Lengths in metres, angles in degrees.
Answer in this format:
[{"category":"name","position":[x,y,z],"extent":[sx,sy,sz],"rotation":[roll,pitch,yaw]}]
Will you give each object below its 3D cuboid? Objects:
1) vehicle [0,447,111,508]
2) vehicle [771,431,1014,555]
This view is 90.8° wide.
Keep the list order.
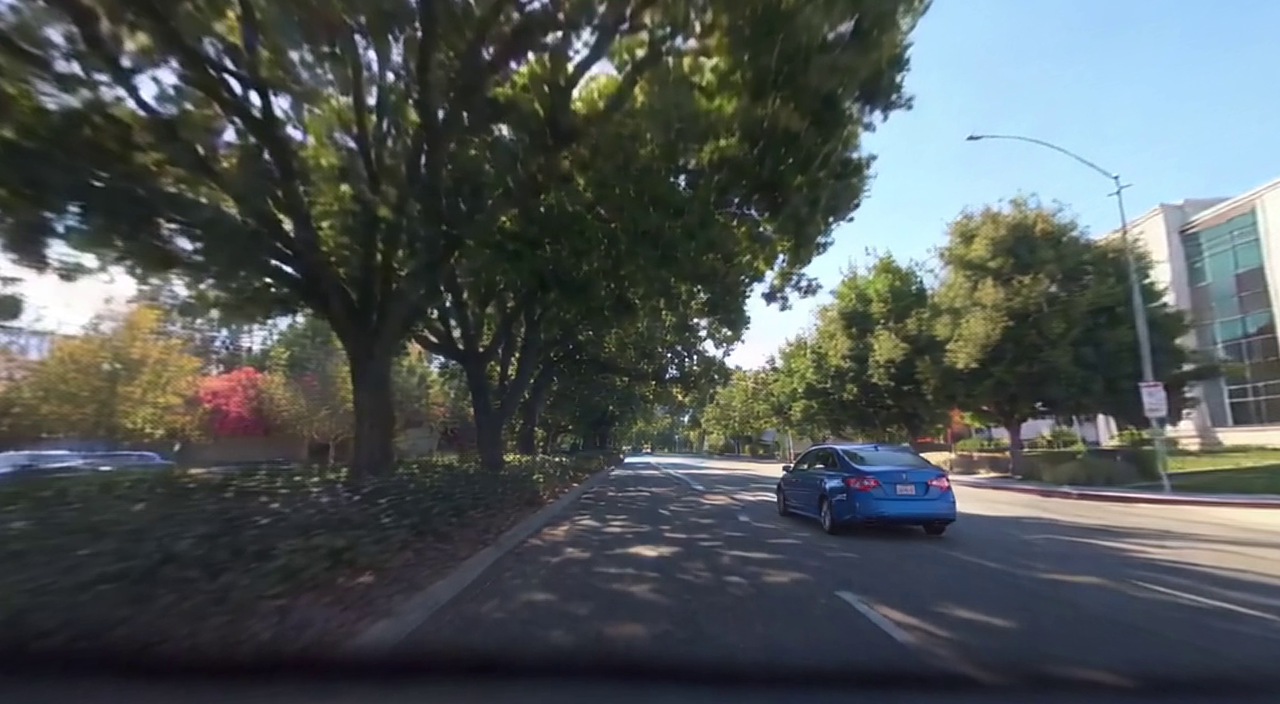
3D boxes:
[{"category":"vehicle","position":[-16.680,3.204,16.286],"extent":[1.921,1.466,4.804],"rotation":[0,-8,0]},{"category":"vehicle","position":[3.515,2.025,9.843],"extent":[1.950,1.473,4.259],"rotation":[0,-8,-1]}]
